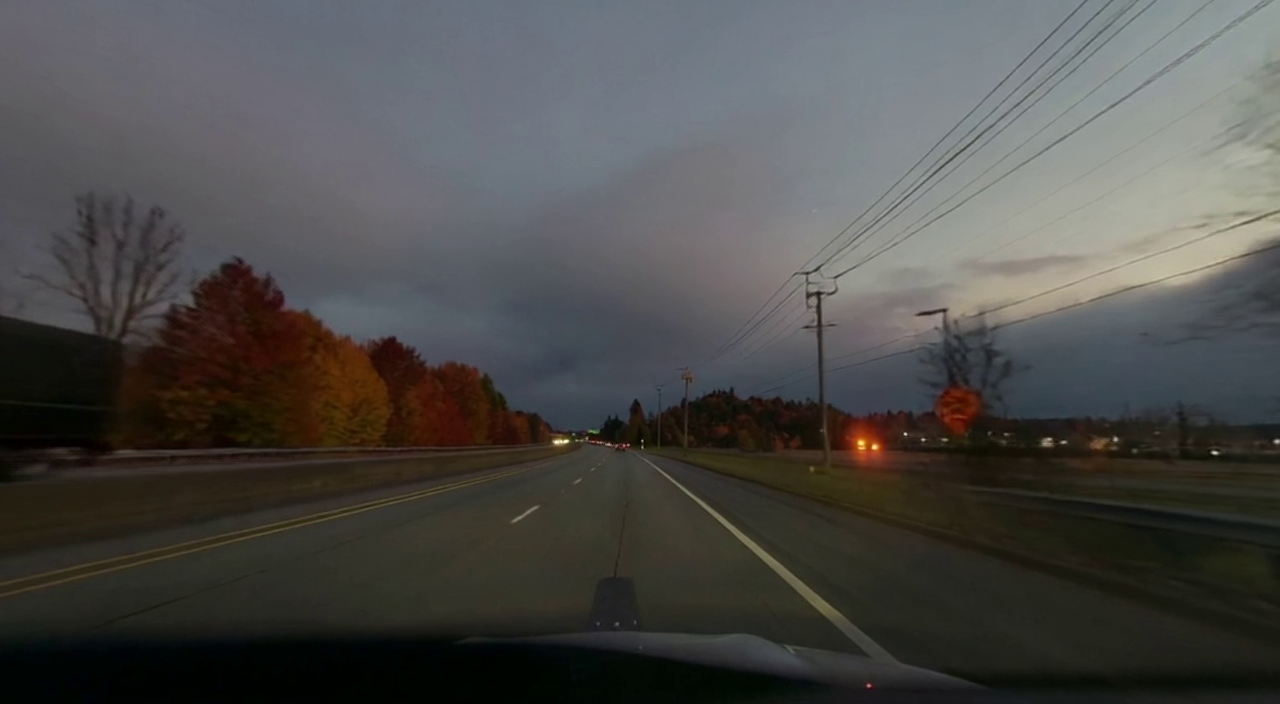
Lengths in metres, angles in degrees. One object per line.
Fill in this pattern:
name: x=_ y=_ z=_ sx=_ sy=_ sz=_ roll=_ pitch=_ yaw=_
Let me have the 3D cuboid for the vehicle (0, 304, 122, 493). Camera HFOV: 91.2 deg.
vehicle: x=-15.459 y=0.429 z=9.849 sx=2.967 sy=4.109 sz=13.823 roll=0 pitch=-9 yaw=-1
